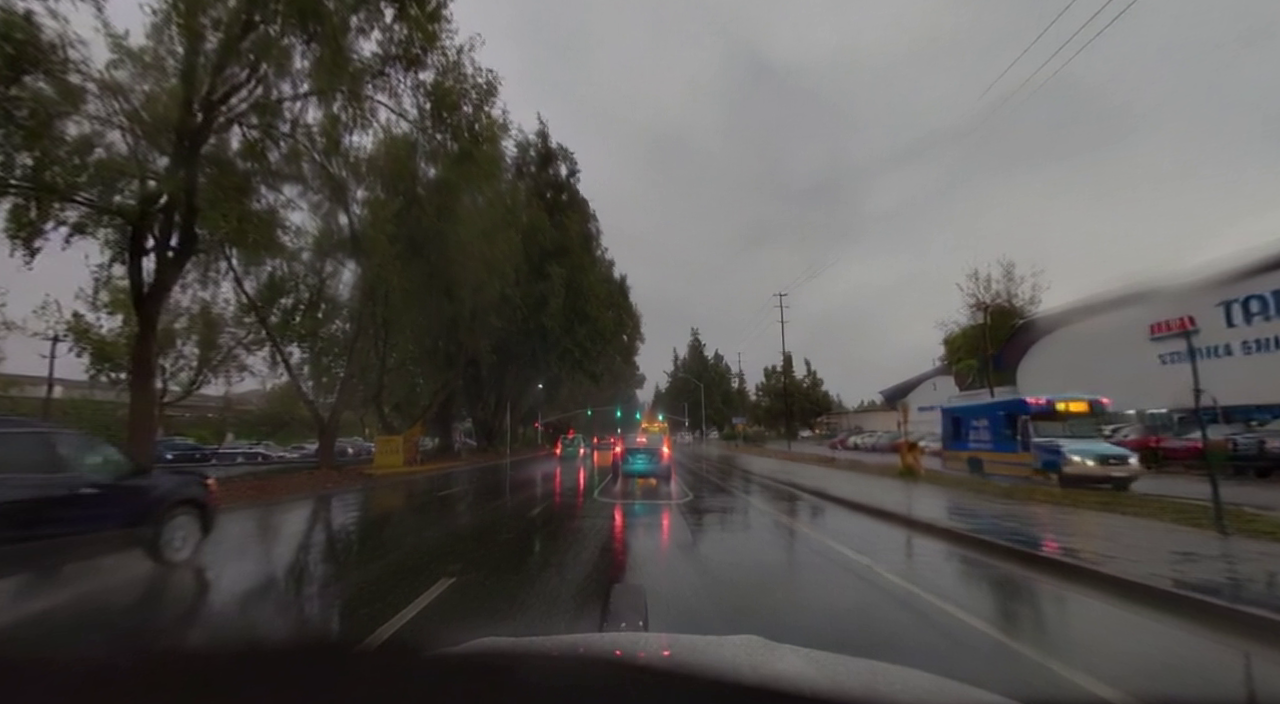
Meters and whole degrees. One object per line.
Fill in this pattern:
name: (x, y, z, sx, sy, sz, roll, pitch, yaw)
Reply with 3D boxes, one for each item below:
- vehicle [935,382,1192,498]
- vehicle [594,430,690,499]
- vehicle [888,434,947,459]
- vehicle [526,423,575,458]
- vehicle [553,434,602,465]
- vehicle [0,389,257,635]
vehicle: (11.378, 2.510, 17.908, 2.754, 2.711, 6.196, 0, -9, -2)
vehicle: (-0.004, 2.804, 16.035, 2.123, 1.498, 4.226, 0, -9, -1)
vehicle: (17.863, 6.124, 40.830, 1.694, 1.451, 4.505, 0, -9, 0)
vehicle: (-6.960, 7.046, 49.919, 2.485, 2.556, 6.363, -1, -9, 4)
vehicle: (-3.462, 5.509, 35.770, 2.148, 1.636, 4.199, -1, -9, 2)
vehicle: (-5.637, 1.283, 5.391, 2.016, 1.748, 4.525, 0, -9, -3)
